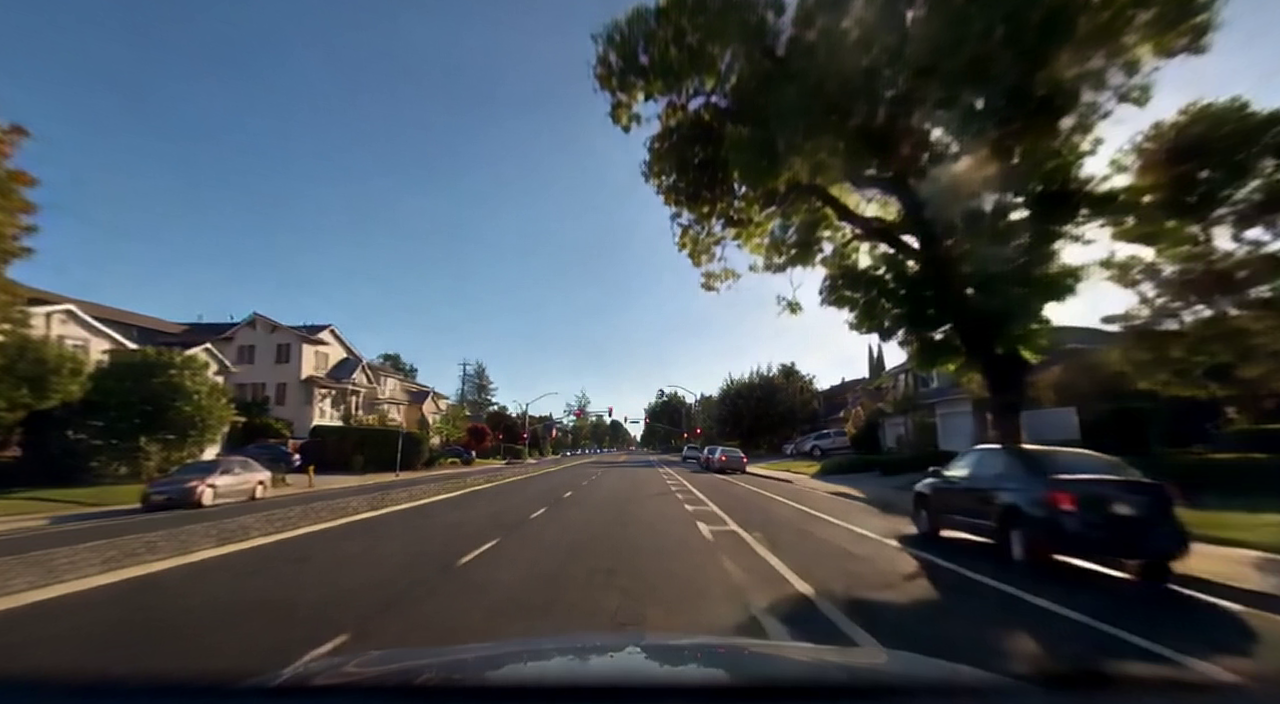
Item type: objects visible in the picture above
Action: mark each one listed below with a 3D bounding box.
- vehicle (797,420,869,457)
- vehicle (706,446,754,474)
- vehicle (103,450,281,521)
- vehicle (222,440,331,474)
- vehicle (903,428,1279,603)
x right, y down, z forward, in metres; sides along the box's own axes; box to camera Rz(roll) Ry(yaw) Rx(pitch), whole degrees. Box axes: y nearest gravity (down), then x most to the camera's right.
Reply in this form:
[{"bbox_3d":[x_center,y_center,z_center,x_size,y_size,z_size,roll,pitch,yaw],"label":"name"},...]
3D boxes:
[{"bbox_3d":[13.640,6.168,44.713,4.284,1.725,1.981,-11,-9,-1],"label":"vehicle"},{"bbox_3d":[4.870,5.895,34.703,1.881,1.435,4.525,0,-9,-1],"label":"vehicle"},{"bbox_3d":[-12.196,3.601,17.600,2.000,1.523,4.226,-1,-7,-2],"label":"vehicle"},{"bbox_3d":[-20.877,6.030,36.411,4.759,1.824,2.442,0,-8,0],"label":"vehicle"},{"bbox_3d":[4.845,1.718,7.454,1.803,1.517,3.738,0,-9,-1],"label":"vehicle"}]
